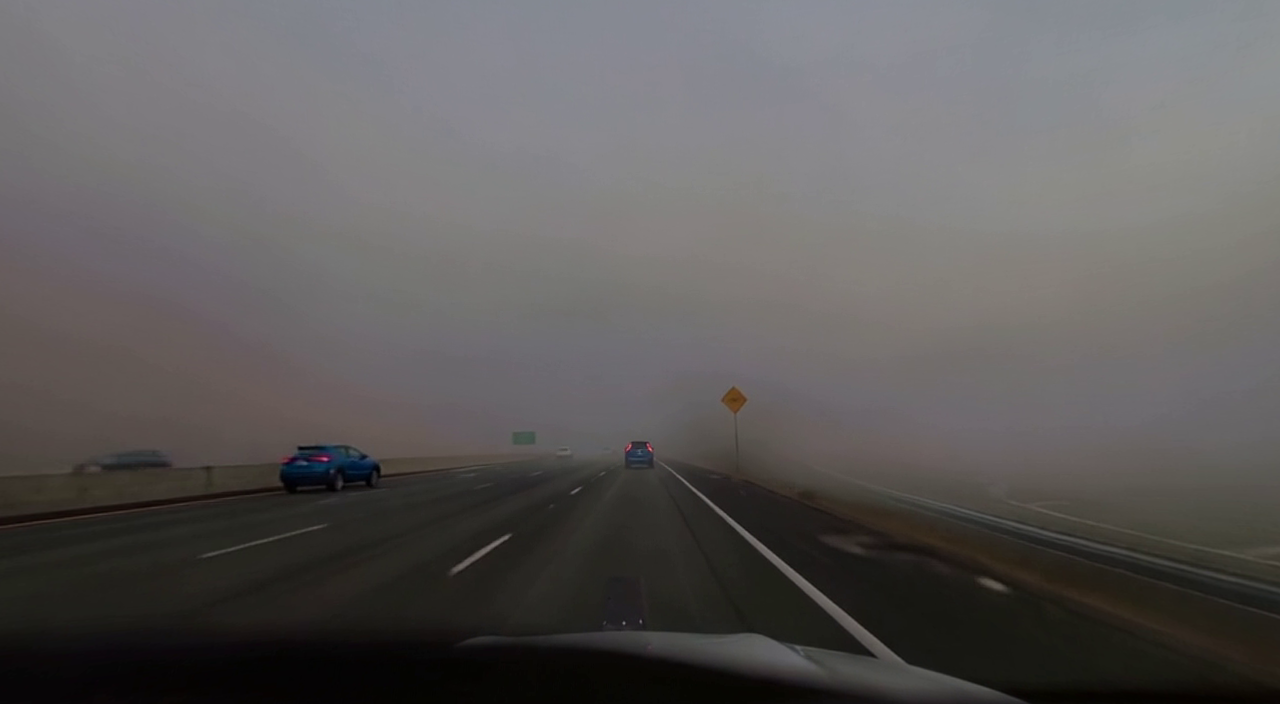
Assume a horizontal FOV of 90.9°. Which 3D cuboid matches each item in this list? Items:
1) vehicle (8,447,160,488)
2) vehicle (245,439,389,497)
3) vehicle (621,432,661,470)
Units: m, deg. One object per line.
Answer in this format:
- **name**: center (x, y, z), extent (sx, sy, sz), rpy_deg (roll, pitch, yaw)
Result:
- **vehicle**: center (-23.463, 4.866, 26.942), extent (2.049, 1.557, 4.828), rpy_deg (0, -8, 1)
- **vehicle**: center (-10.242, 3.687, 20.547), extent (2.037, 1.661, 4.885), rpy_deg (0, -8, 1)
- **vehicle**: center (0.057, 6.026, 38.597), extent (2.318, 2.145, 4.561), rpy_deg (0, -8, 0)
